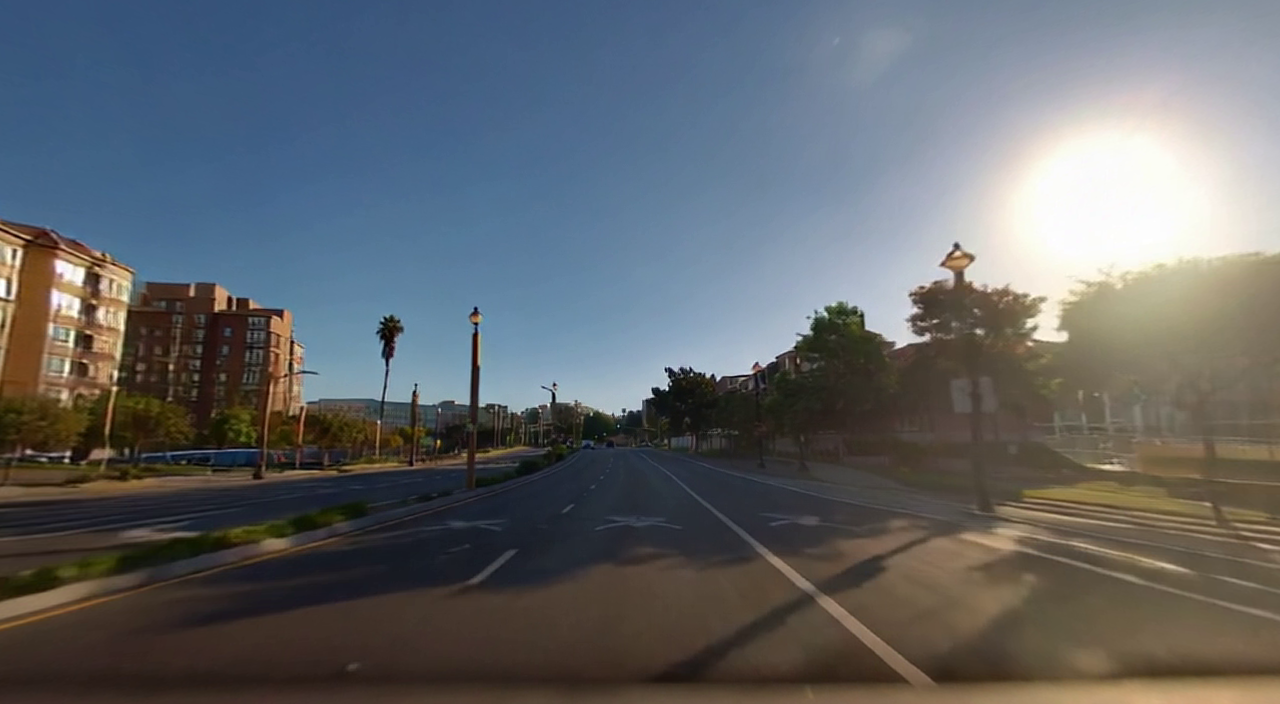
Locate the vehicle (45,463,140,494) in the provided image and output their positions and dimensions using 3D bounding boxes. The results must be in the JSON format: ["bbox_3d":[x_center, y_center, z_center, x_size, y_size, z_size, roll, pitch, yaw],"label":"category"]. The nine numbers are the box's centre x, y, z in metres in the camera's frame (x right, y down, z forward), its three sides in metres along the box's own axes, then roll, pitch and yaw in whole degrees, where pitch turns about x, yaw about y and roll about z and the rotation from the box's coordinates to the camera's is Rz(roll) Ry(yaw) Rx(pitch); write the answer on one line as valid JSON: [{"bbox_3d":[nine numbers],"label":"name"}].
[{"bbox_3d":[-29.021,6.697,33.547,1.662,1.428,3.650,0,-9,1],"label":"vehicle"}]

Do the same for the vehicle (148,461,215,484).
[{"bbox_3d":[-28.943,7.605,39.871,1.518,1.364,3.470,0,-10,2],"label":"vehicle"}]
